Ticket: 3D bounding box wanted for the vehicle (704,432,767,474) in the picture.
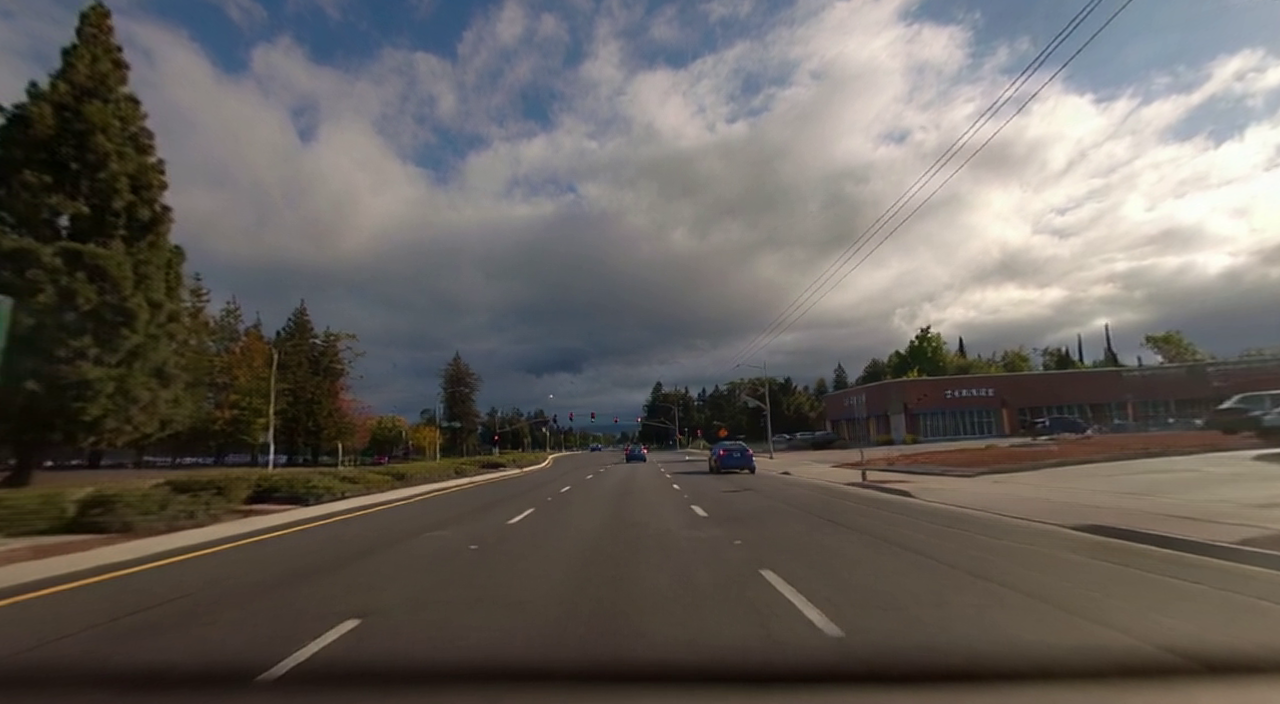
[{"bbox_3d":[4.910,5.318,33.446,2.476,2.016,5.586,0,-8,0],"label":"vehicle"}]
